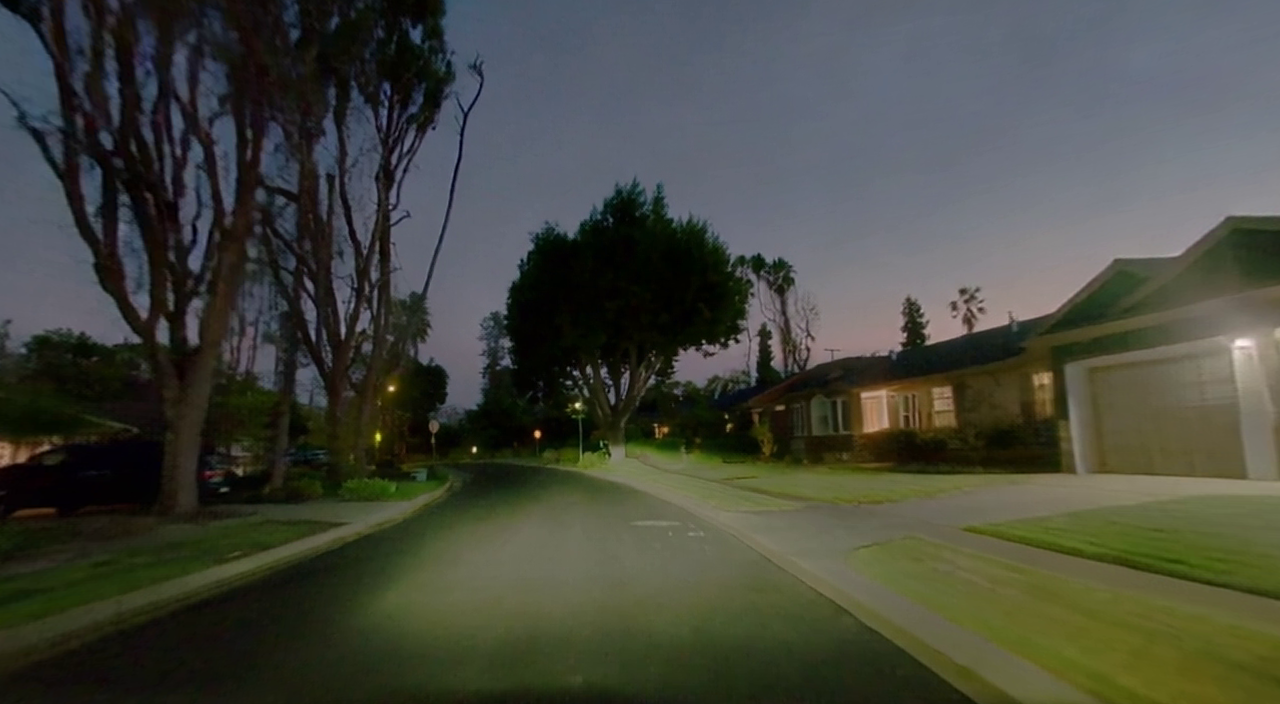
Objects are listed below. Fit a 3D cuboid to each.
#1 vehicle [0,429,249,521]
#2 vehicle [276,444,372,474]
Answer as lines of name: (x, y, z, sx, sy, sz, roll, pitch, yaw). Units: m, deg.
vehicle: (-12.019, 2.723, 14.308, 4.961, 1.757, 1.971, 1, -9, -19)
vehicle: (-17.868, 6.060, 35.846, 4.471, 1.638, 1.877, 2, -9, -14)
